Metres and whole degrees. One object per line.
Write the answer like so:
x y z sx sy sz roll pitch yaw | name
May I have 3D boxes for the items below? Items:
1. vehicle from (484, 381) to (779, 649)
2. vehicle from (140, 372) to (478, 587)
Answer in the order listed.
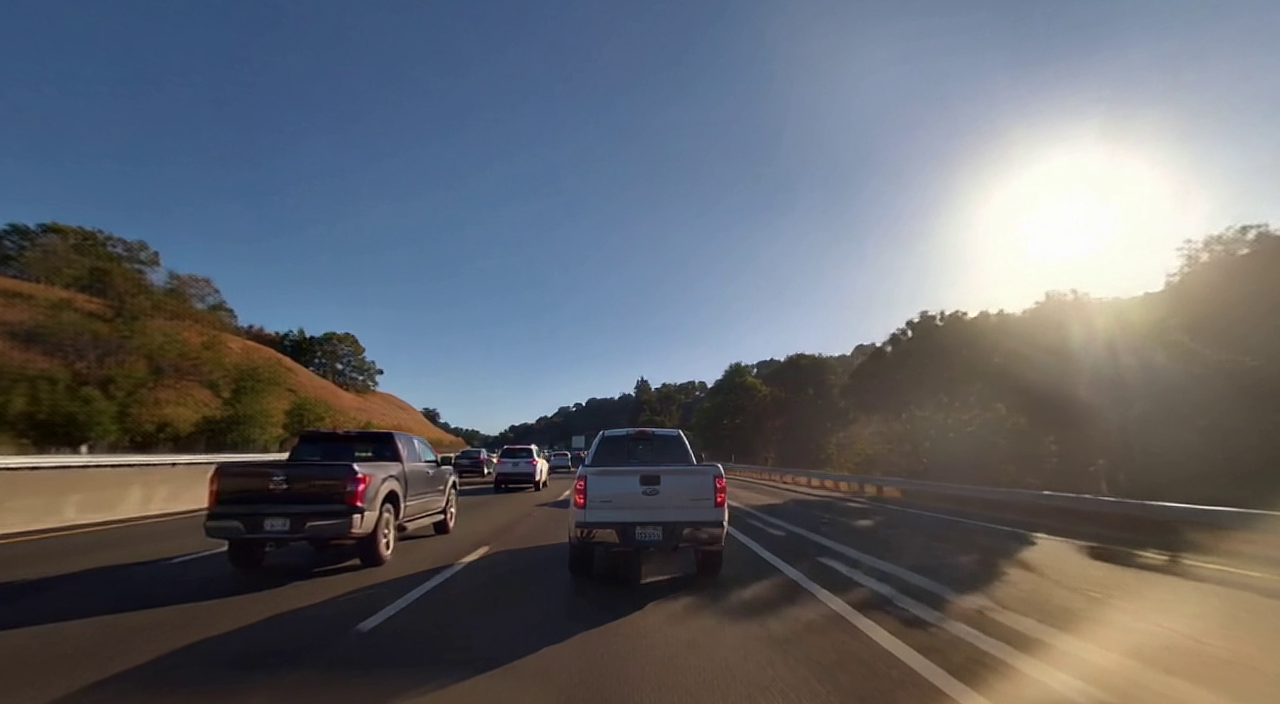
-0.086 1.365 6.069 1.995 1.798 3.380 0 -9 -1 | vehicle
-3.949 1.643 8.811 2.055 2.144 4.782 0 -9 0 | vehicle
